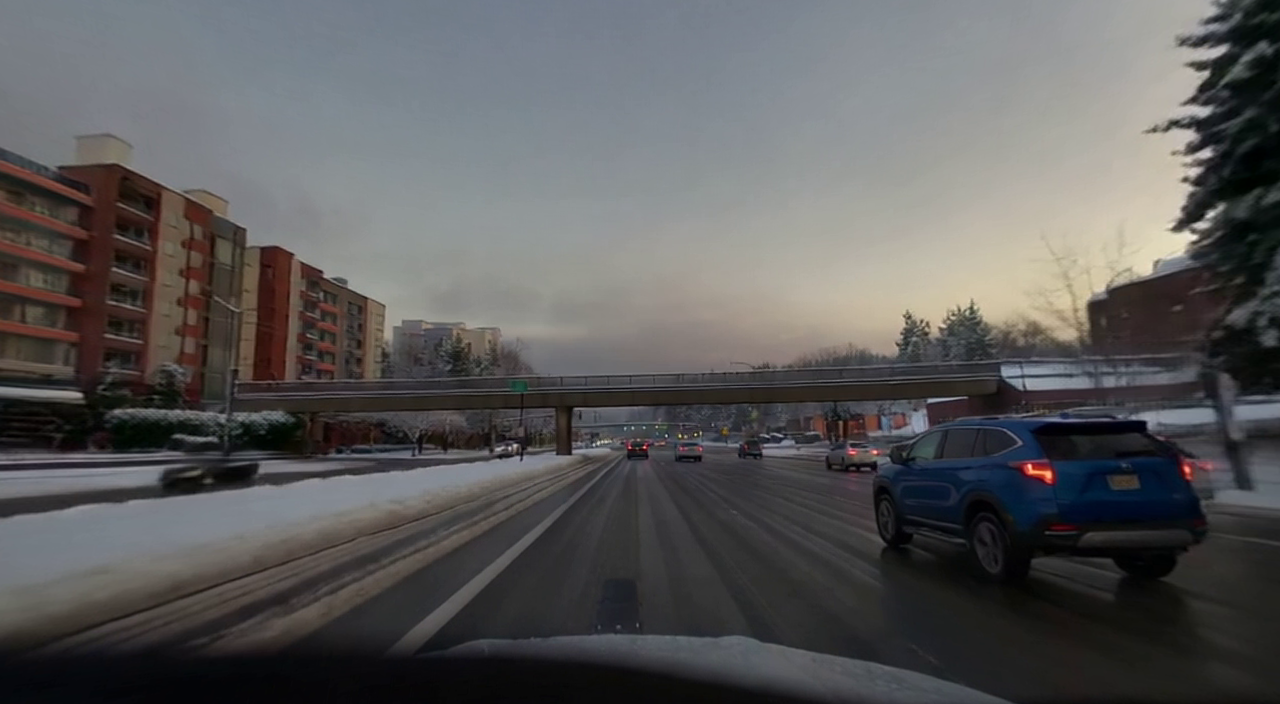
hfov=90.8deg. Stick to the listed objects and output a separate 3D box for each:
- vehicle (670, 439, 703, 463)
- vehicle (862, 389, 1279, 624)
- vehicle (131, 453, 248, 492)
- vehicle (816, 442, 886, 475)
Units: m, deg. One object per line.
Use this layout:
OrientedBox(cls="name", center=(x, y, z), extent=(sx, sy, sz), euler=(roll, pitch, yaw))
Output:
OrientedBox(cls="vehicle", center=(3.458, 7.465, 47.621), extent=(2.165, 1.708, 3.928), euler=(0, -8, 0))
OrientedBox(cls="vehicle", center=(4.399, 1.494, 7.109), extent=(2.130, 1.741, 4.665), euler=(0, -8, 1))
OrientedBox(cls="vehicle", center=(-18.768, 5.012, 26.606), extent=(1.883, 1.409, 4.366), euler=(-1, -9, -3))
OrientedBox(cls="vehicle", center=(10.168, 5.130, 30.733), extent=(1.888, 1.468, 4.175), euler=(0, -8, -1))
